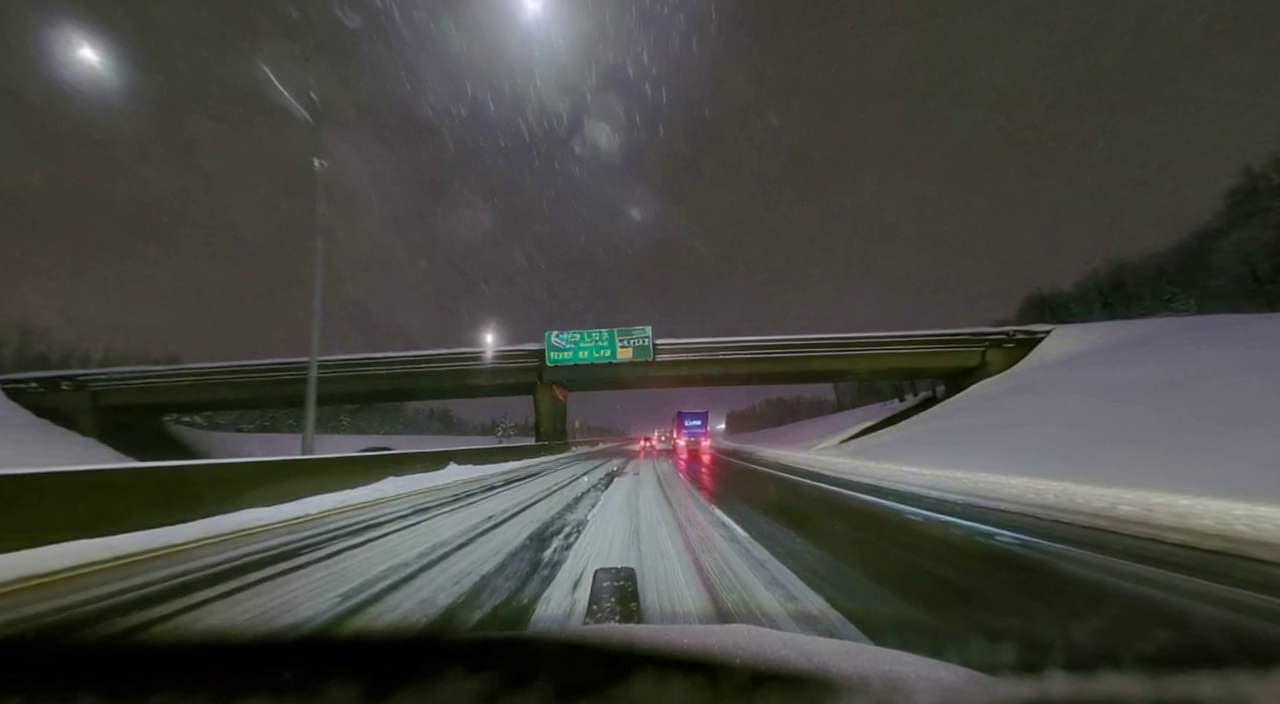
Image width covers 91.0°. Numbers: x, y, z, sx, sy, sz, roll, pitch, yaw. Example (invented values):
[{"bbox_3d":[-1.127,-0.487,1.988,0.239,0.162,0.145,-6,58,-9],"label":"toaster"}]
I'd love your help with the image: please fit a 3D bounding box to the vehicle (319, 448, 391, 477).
[{"bbox_3d":[-15.869,6.147,35.325,2.019,1.431,4.362,-1,-8,0],"label":"vehicle"}]
